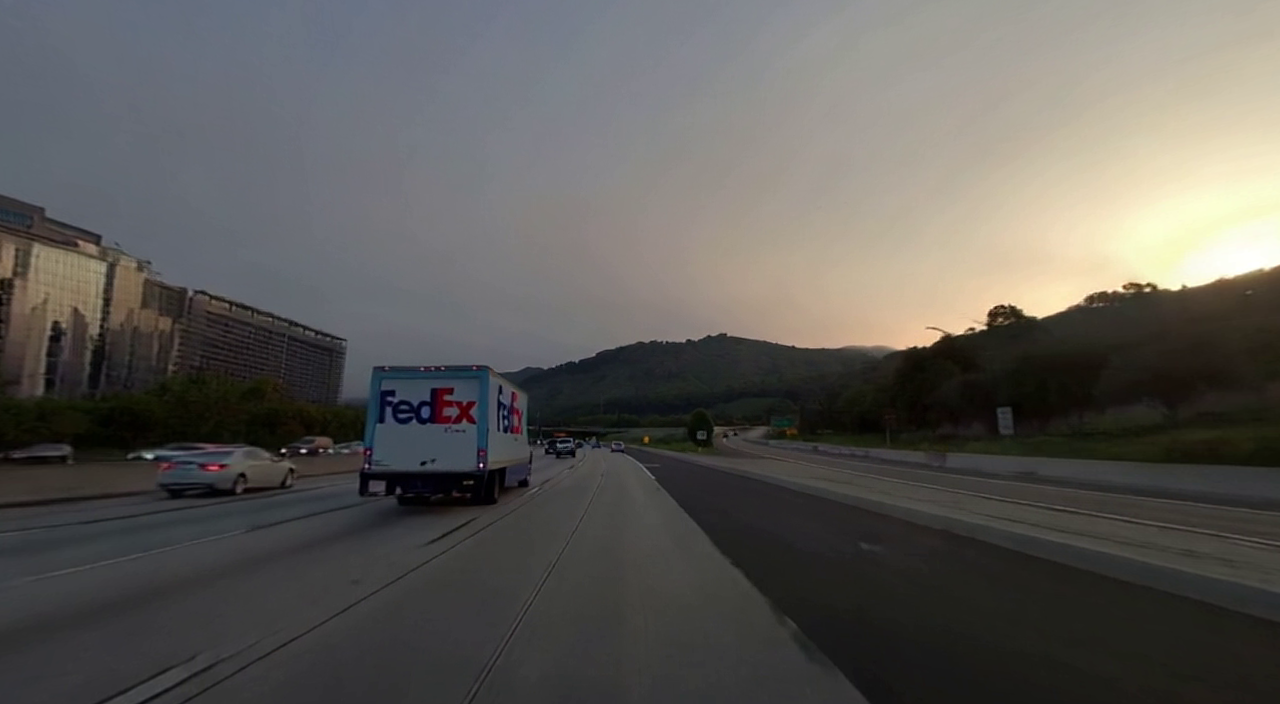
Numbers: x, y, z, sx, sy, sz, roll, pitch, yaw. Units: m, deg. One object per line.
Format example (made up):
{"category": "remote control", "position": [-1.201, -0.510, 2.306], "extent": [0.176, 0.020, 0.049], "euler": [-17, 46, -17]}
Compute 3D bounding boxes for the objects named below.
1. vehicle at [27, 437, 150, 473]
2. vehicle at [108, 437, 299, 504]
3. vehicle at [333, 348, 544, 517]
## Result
{"category": "vehicle", "position": [-28.329, 5.285, 32.656], "extent": [2.117, 1.738, 4.824], "euler": [0, -8, -2]}
{"category": "vehicle", "position": [-11.792, 3.198, 17.563], "extent": [1.981, 1.607, 4.703], "euler": [0, -8, -1]}
{"category": "vehicle", "position": [-4.391, 2.052, 15.837], "extent": [2.798, 3.212, 7.573], "euler": [0, -8, 0]}
